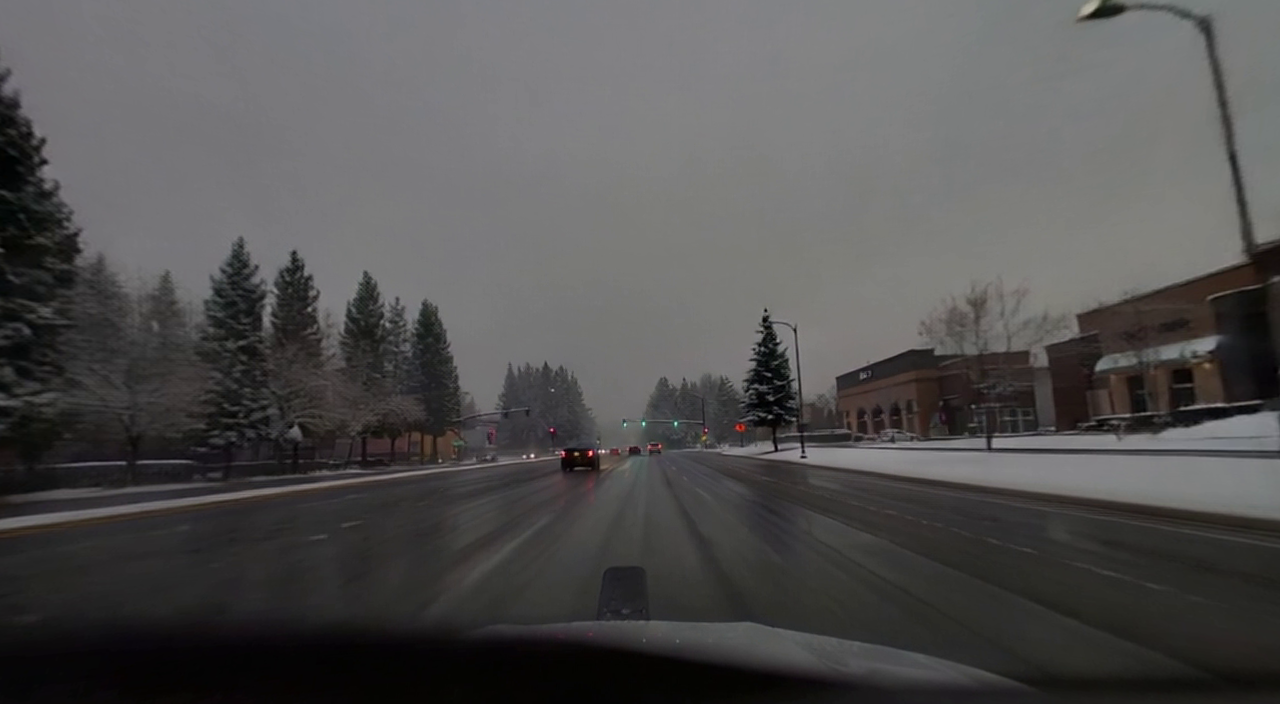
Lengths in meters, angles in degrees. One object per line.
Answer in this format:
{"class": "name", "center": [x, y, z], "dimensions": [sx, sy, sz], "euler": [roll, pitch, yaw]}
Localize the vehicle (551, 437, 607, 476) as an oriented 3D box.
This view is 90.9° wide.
{"class": "vehicle", "center": [-2.737, 4.846, 29.437], "dimensions": [2.121, 1.656, 4.559], "euler": [0, -8, 1]}
